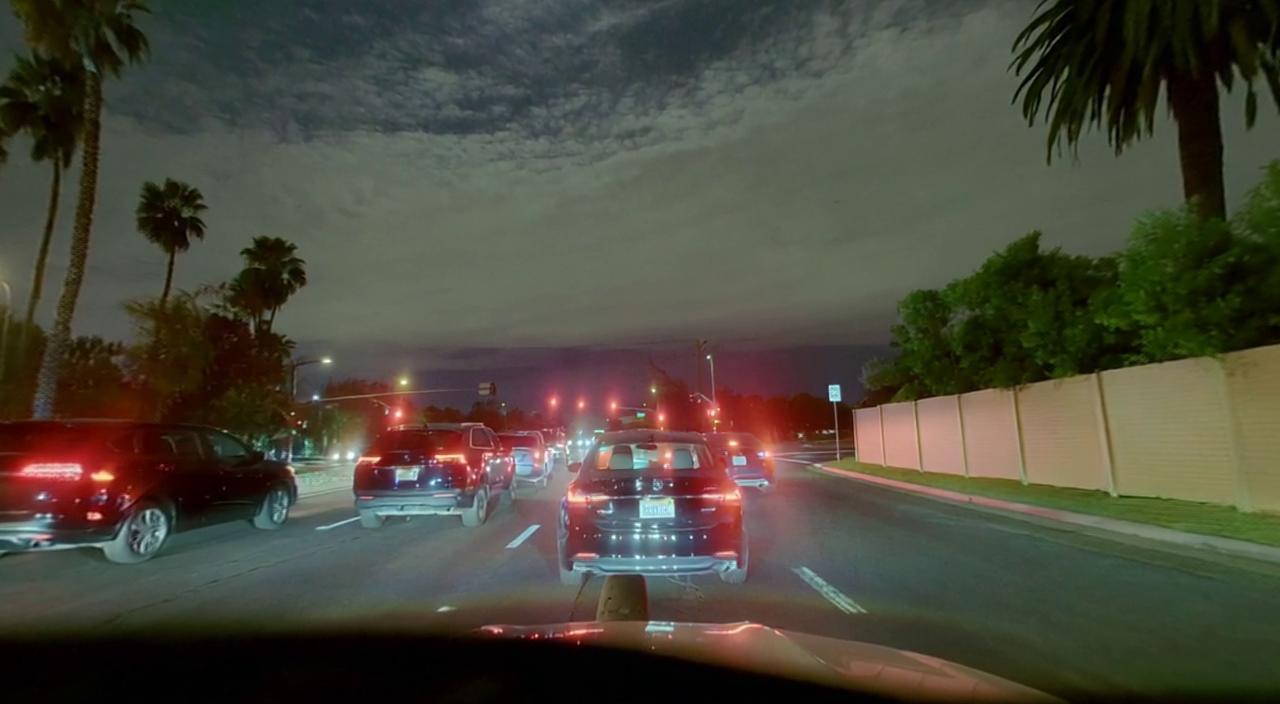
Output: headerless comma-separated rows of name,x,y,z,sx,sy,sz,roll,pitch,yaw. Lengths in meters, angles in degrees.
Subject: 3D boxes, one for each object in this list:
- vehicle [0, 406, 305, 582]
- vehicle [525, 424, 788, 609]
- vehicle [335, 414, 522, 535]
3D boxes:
vehicle,-6.680,1.725,8.477,1.963,1.721,4.467,0,-8,-2
vehicle,0.066,1.650,7.316,2.128,1.473,4.272,0,-8,-2
vehicle,-3.484,2.097,11.354,2.007,1.746,4.136,0,-8,-1
